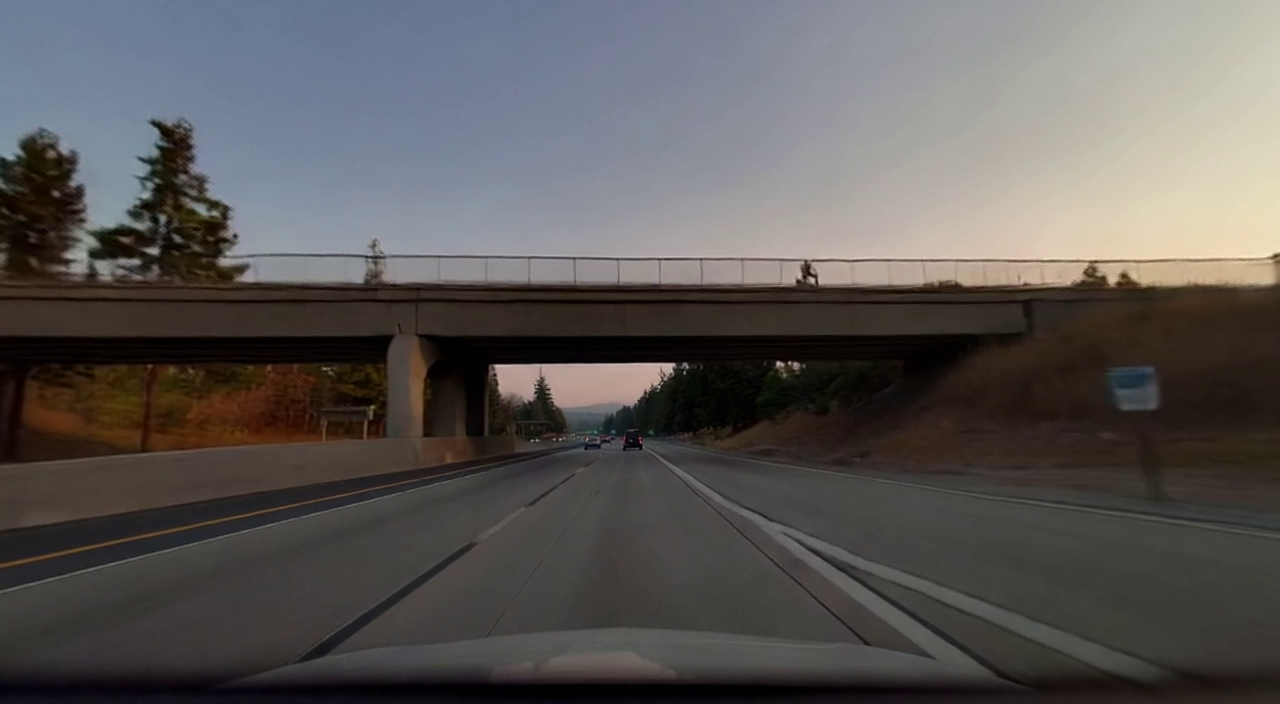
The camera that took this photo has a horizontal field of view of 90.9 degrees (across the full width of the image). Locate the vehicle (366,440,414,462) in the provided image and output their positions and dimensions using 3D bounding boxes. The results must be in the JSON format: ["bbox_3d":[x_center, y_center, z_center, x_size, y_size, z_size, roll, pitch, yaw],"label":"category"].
[{"bbox_3d":[-17.257,6.869,43.717,1.821,1.444,3.731,0,-8,0],"label":"vehicle"}]
